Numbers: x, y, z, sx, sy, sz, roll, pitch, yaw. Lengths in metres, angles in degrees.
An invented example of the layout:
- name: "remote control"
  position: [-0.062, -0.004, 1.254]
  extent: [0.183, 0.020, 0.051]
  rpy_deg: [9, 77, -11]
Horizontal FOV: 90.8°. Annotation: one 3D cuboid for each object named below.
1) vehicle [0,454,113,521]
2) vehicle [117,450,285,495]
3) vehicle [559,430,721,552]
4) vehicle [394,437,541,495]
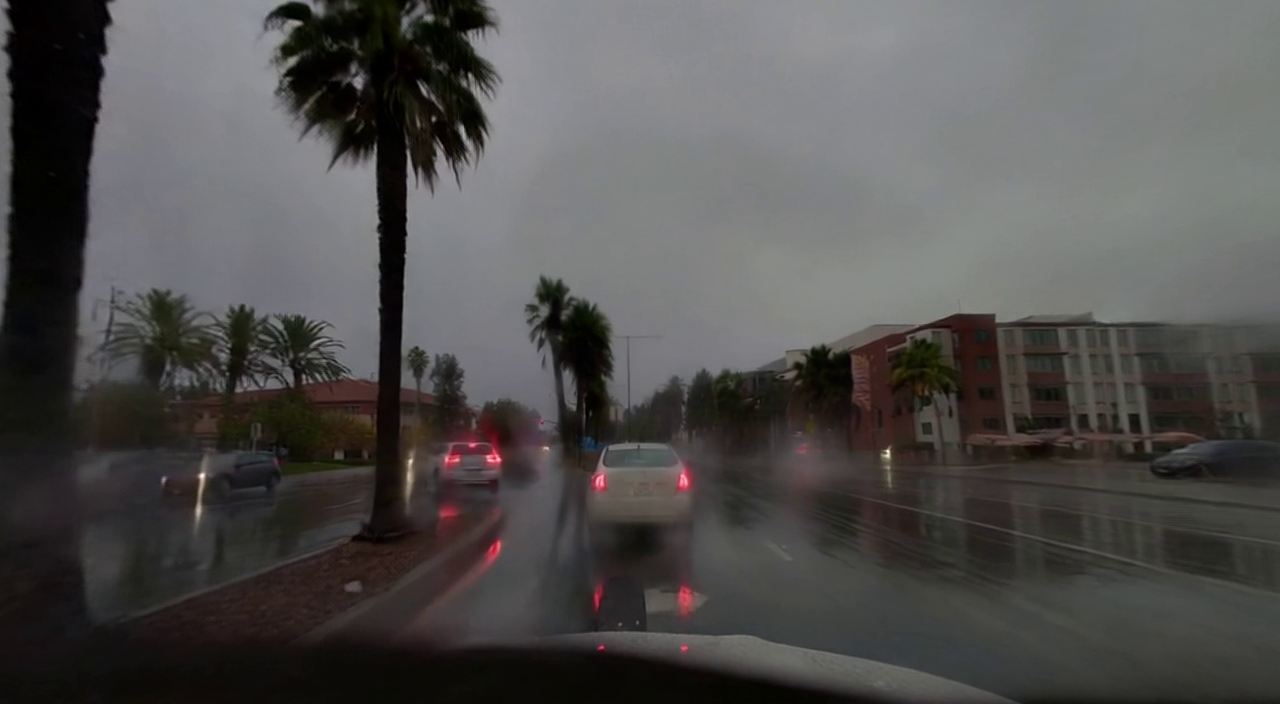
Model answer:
- name: "vehicle"
  position: [-15.547, 3.338, 16.084]
  extent: [4.071, 1.442, 1.948]
  rpy_deg: [-5, -10, 31]
- name: "vehicle"
  position: [-15.595, 4.255, 22.595]
  extent: [4.585, 1.479, 2.088]
  rpy_deg: [-1, -9, 6]
- name: "vehicle"
  position: [-0.137, 2.036, 10.024]
  extent: [1.986, 1.473, 4.382]
  rpy_deg: [0, -9, -4]
- name: "vehicle"
  position: [-5.368, 3.444, 19.451]
  extent: [4.457, 1.552, 2.095]
  rpy_deg: [-7, -11, 38]
